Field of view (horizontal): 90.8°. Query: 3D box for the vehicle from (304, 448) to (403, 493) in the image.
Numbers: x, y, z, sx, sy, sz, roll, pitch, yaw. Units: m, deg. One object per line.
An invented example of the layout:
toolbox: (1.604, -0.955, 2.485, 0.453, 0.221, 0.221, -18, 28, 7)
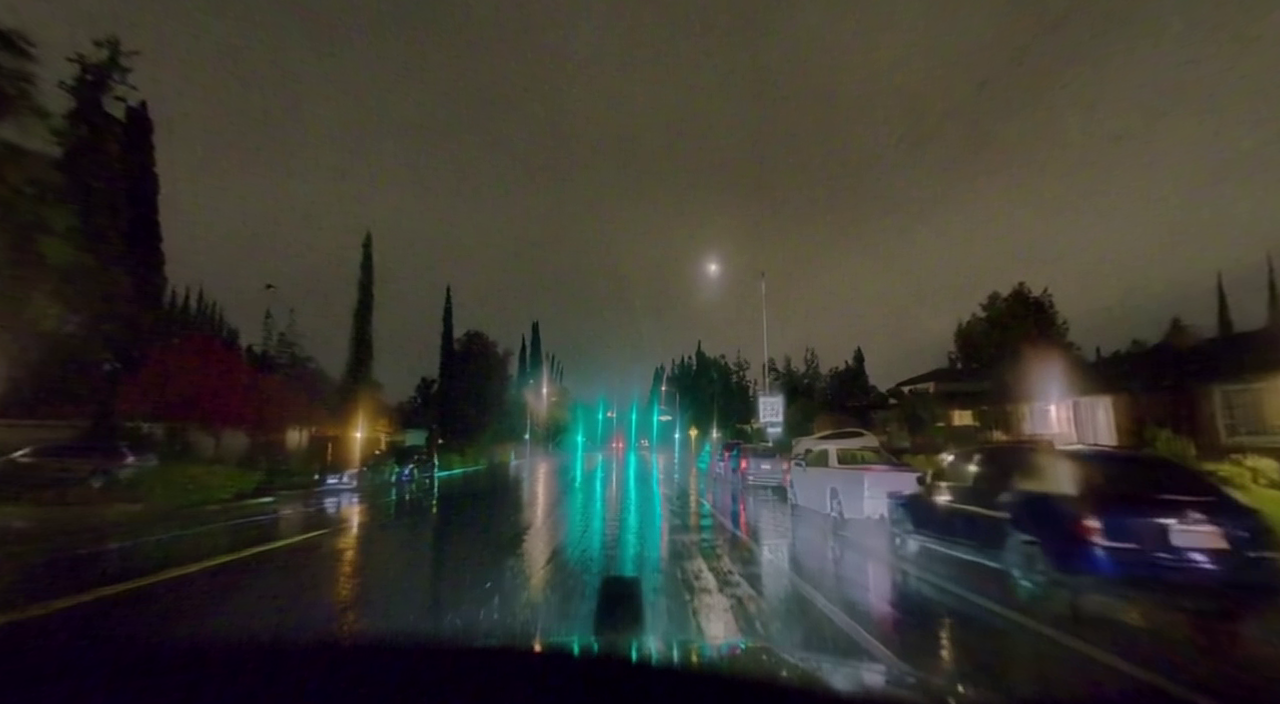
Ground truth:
vehicle: (-11.021, 4.552, 24.674, 1.895, 1.551, 4.229, 0, -9, 0)

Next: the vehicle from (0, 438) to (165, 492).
vehicle: (-20.033, 3.903, 22.001, 5.216, 1.780, 2.045, 0, -9, -1)

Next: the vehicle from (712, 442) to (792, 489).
vehicle: (3.887, 4.020, 22.799, 2.002, 1.493, 4.652, 0, -9, -1)

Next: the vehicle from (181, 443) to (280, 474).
vehicle: (-23.892, 6.205, 37.015, 4.304, 1.755, 2.047, 0, -9, -1)

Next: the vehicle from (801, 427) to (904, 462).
vehicle: (12.687, 5.546, 37.983, 5.279, 2.003, 2.233, 0, -9, -2)

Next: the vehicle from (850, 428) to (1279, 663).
vehicle: (4.081, 1.609, 6.509, 1.997, 1.510, 4.555, 0, -9, -4)

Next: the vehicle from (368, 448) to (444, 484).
vehicle: (-11.015, 5.354, 30.119, 1.883, 1.565, 4.696, 0, -9, -1)
